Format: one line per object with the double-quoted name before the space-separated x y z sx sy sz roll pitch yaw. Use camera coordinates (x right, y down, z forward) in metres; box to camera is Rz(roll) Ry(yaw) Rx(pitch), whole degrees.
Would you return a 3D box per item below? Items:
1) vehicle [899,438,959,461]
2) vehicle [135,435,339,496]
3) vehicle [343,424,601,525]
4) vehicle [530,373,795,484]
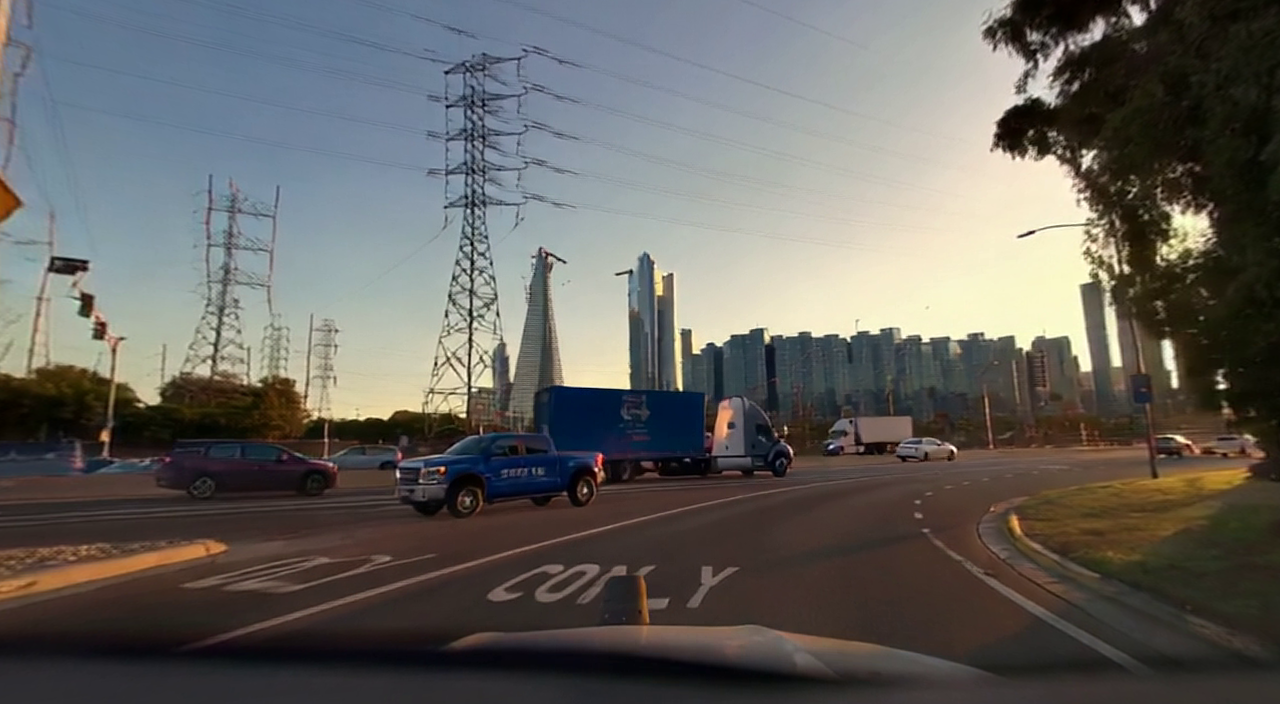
"vehicle" 21.405 7.207 46.666 4.234 1.589 1.923 5 -10 -32
"vehicle" -14.421 4.034 22.945 5.866 1.950 2.266 6 -10 -34
"vehicle" -3.562 2.626 14.157 5.132 1.848 2.101 7 -11 -40
"vehicle" 1.347 3.345 26.821 11.567 3.933 2.903 5 -10 -33
